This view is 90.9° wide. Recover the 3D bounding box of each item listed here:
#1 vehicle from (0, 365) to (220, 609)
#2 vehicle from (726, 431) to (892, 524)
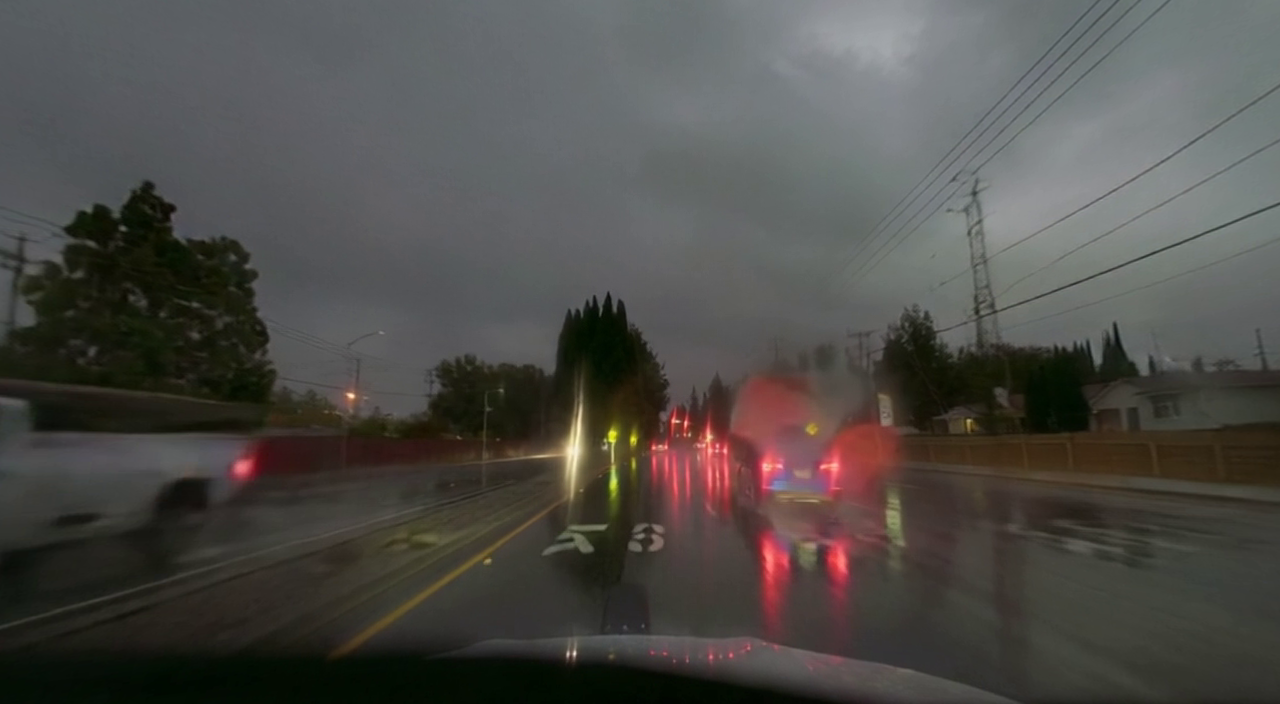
[{"bbox_3d":[-5.981,1.091,5.186,1.983,1.882,4.281,0,-8,1],"label":"vehicle"},{"bbox_3d":[3.036,2.350,12.402,2.063,1.481,4.247,0,-8,0],"label":"vehicle"}]
